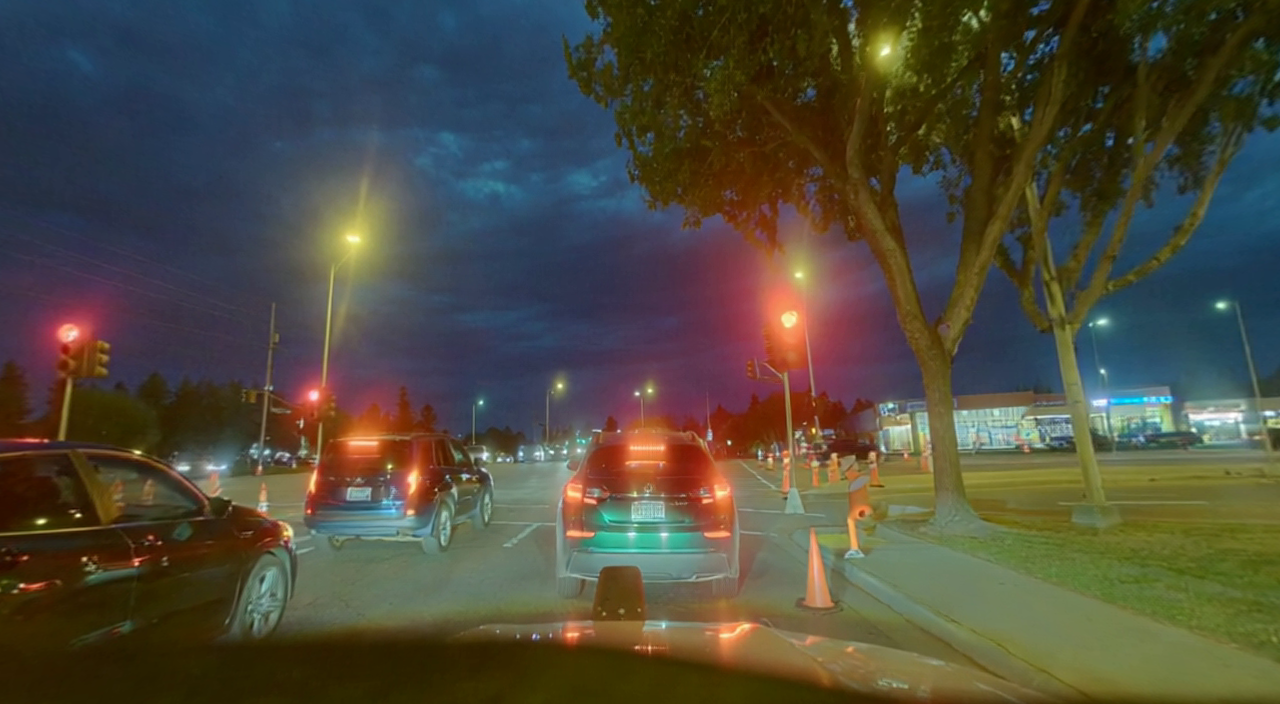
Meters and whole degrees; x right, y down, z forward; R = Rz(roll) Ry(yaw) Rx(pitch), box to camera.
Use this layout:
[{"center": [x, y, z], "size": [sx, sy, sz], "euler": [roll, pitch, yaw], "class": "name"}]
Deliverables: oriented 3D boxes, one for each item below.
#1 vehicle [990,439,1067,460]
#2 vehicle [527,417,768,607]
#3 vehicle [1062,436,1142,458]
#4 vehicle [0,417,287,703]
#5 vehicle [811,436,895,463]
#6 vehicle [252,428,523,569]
[{"center": [29.070, 7.327, 47.232], "size": [4.581, 1.480, 1.752], "euler": [1, -9, 0], "class": "vehicle"}, {"center": [0.103, 1.627, 7.211], "size": [2.021, 1.560, 3.676], "euler": [0, -9, 1], "class": "vehicle"}, {"center": [36.624, 7.559, 49.997], "size": [4.791, 1.635, 1.857], "euler": [0, -9, 1], "class": "vehicle"}, {"center": [-3.591, 0.950, 2.143], "size": [1.964, 1.497, 4.722], "euler": [0, -9, 1], "class": "vehicle"}, {"center": [13.809, 6.363, 41.053], "size": [4.805, 1.688, 1.923], "euler": [-2, -9, 7], "class": "vehicle"}, {"center": [-3.277, 1.997, 9.447], "size": [1.989, 1.541, 4.626], "euler": [0, -9, 2], "class": "vehicle"}]
